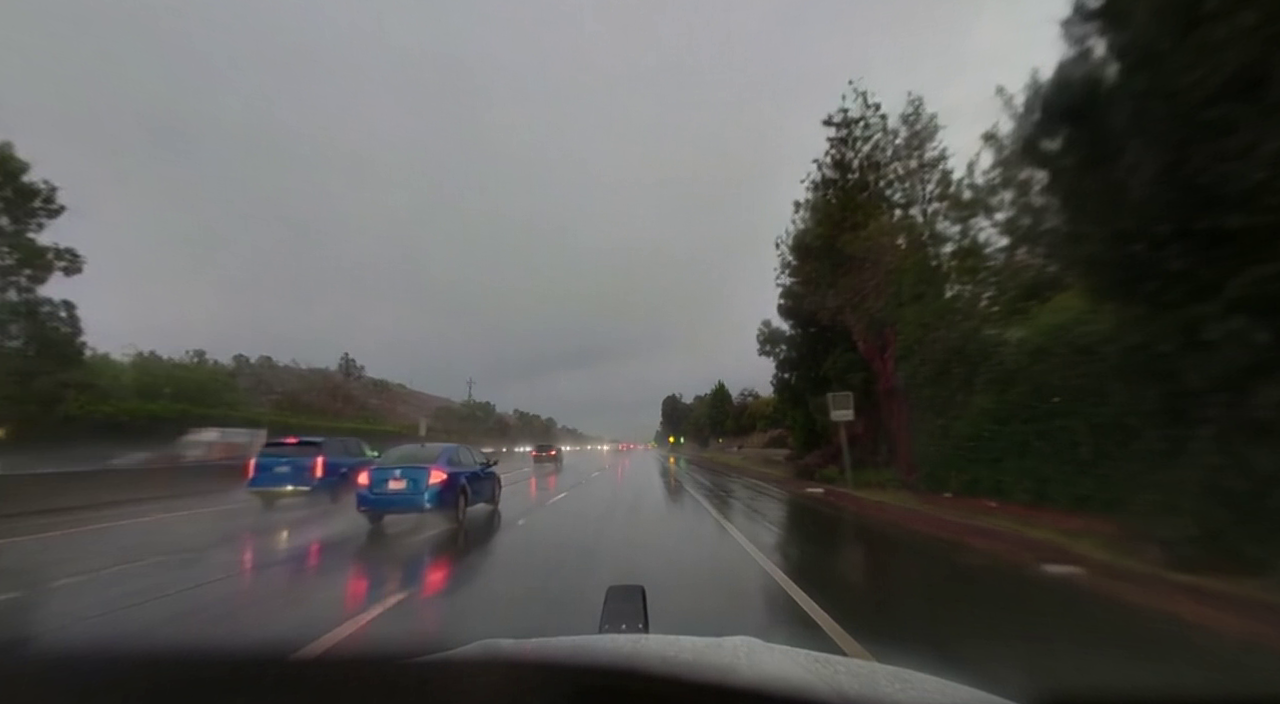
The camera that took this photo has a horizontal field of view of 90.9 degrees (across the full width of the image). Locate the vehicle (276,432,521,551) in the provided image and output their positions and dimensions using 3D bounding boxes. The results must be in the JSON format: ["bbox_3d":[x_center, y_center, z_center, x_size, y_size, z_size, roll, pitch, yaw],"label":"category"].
[{"bbox_3d":[-3.568,2.157,10.602,2.081,1.514,4.943,0,-8,1],"label":"vehicle"}]
